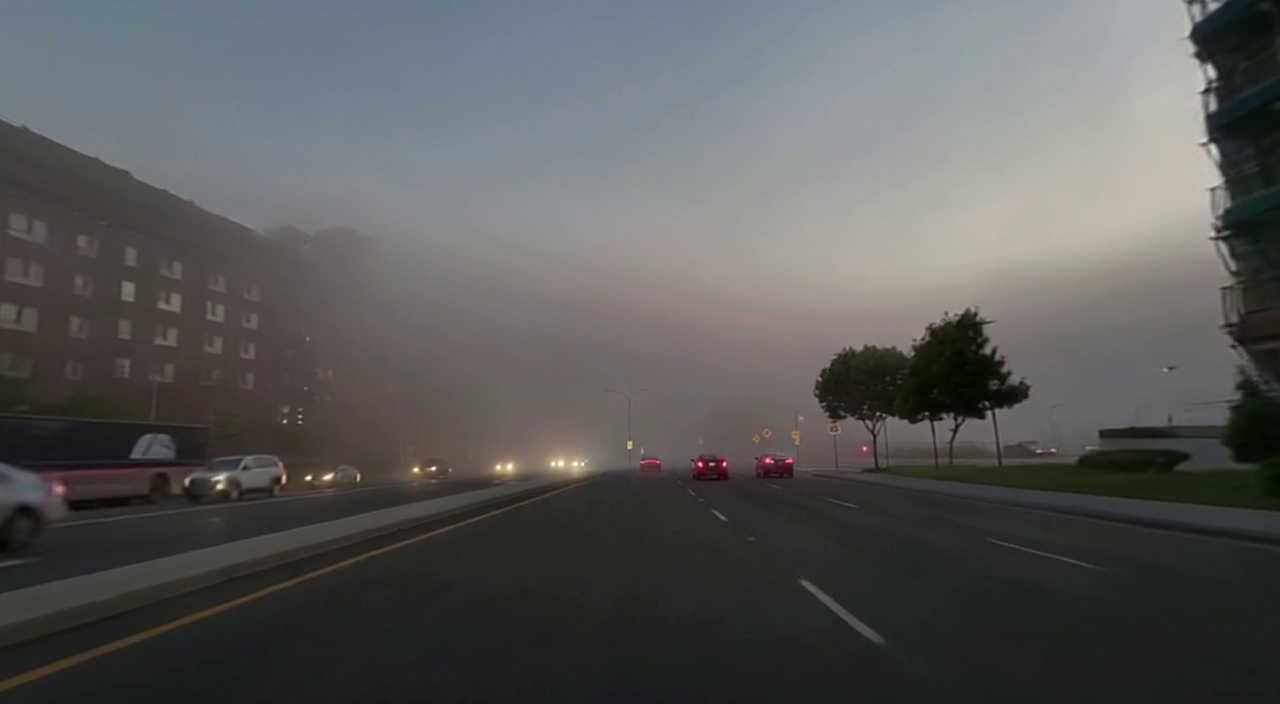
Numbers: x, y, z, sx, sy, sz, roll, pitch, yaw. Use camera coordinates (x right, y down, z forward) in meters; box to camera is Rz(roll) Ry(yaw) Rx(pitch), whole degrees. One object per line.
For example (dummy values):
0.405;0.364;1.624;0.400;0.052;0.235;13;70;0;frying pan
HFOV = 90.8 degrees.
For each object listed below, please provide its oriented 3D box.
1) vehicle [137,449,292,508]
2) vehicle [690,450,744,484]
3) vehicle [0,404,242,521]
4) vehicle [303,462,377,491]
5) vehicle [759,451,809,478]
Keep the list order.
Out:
-14.611;4.327;22.119;2.024;1.798;4.588;-1;-9;3;vehicle
3.664;5.541;30.774;2.020;1.479;4.650;0;-9;0;vehicle
-18.244;3.730;21.978;2.785;3.210;8.792;-1;-9;2;vehicle
-17.403;7.229;36.906;1.804;1.421;4.659;-1;-9;3;vehicle
8.227;6.455;36.489;1.932;1.439;4.159;0;-9;0;vehicle
